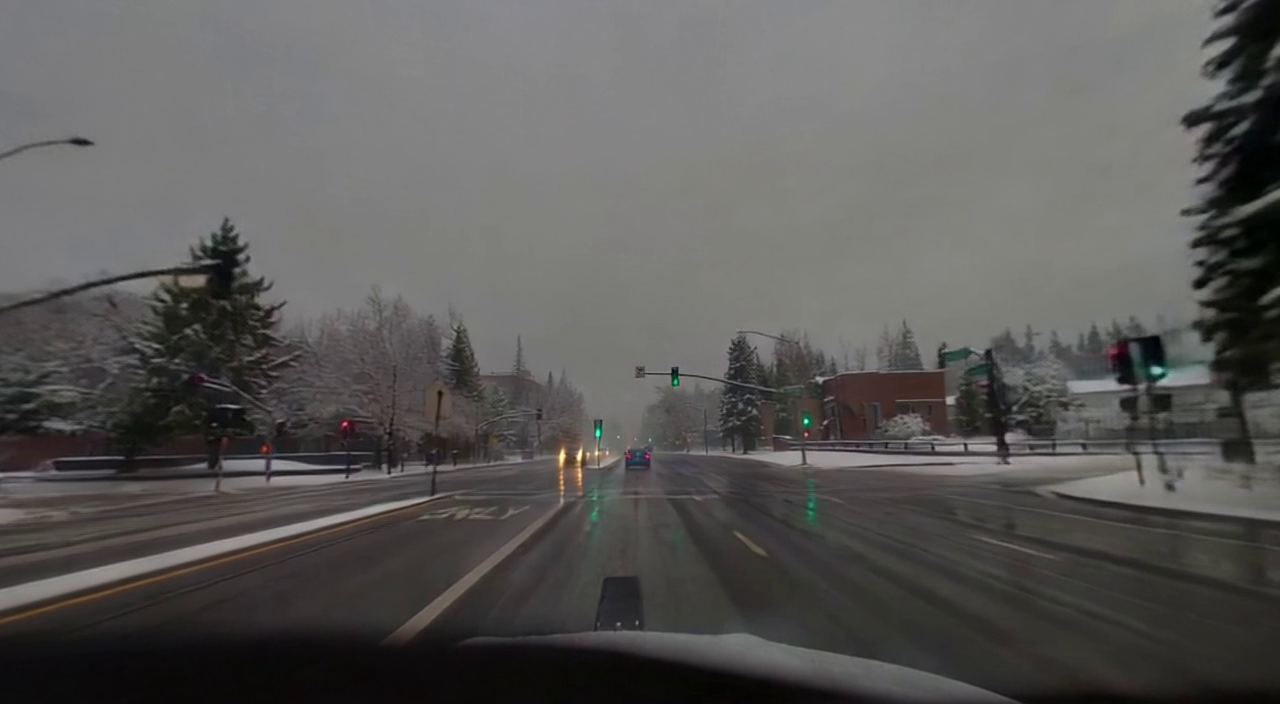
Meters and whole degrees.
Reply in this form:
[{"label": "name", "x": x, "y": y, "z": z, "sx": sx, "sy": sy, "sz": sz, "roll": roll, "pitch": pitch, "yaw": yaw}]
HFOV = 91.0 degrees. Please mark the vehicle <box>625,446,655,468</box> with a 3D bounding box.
[{"label": "vehicle", "x": -0.016, "y": 7.529, "z": 45.166, "sx": 2.064, "sy": 1.477, "sz": 3.968, "roll": 0, "pitch": -9, "yaw": 0}]
